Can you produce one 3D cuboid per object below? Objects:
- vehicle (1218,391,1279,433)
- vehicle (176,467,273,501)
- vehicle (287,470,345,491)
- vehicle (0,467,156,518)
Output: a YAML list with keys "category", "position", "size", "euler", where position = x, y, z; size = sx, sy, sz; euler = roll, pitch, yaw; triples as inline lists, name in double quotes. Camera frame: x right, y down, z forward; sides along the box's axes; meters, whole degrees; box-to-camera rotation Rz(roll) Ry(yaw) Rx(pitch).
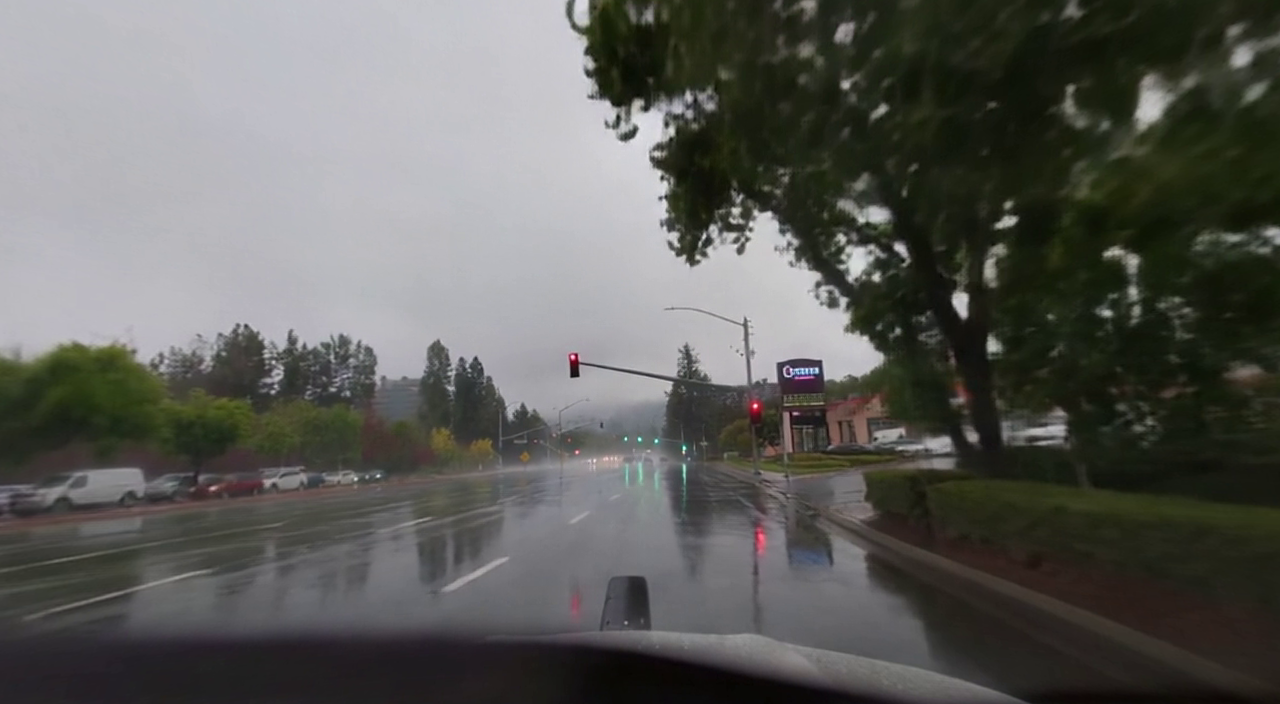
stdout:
- category: "vehicle"
  position: [24.884, 2.320, 24.977]
  size: [3.335, 1.398, 1.535]
  euler: [-2, -11, -26]
- category: "vehicle"
  position: [-22.501, 7.151, 34.394]
  size: [1.918, 1.503, 4.632]
  euler: [-6, -10, 4]
- category: "vehicle"
  position: [-24.381, 9.670, 47.546]
  size: [1.827, 1.370, 4.191]
  euler: [-1, -9, 6]
- category: "vehicle"
  position: [-23.281, 5.756, 26.165]
  size: [1.967, 1.683, 5.223]
  euler: [-7, -10, 5]
